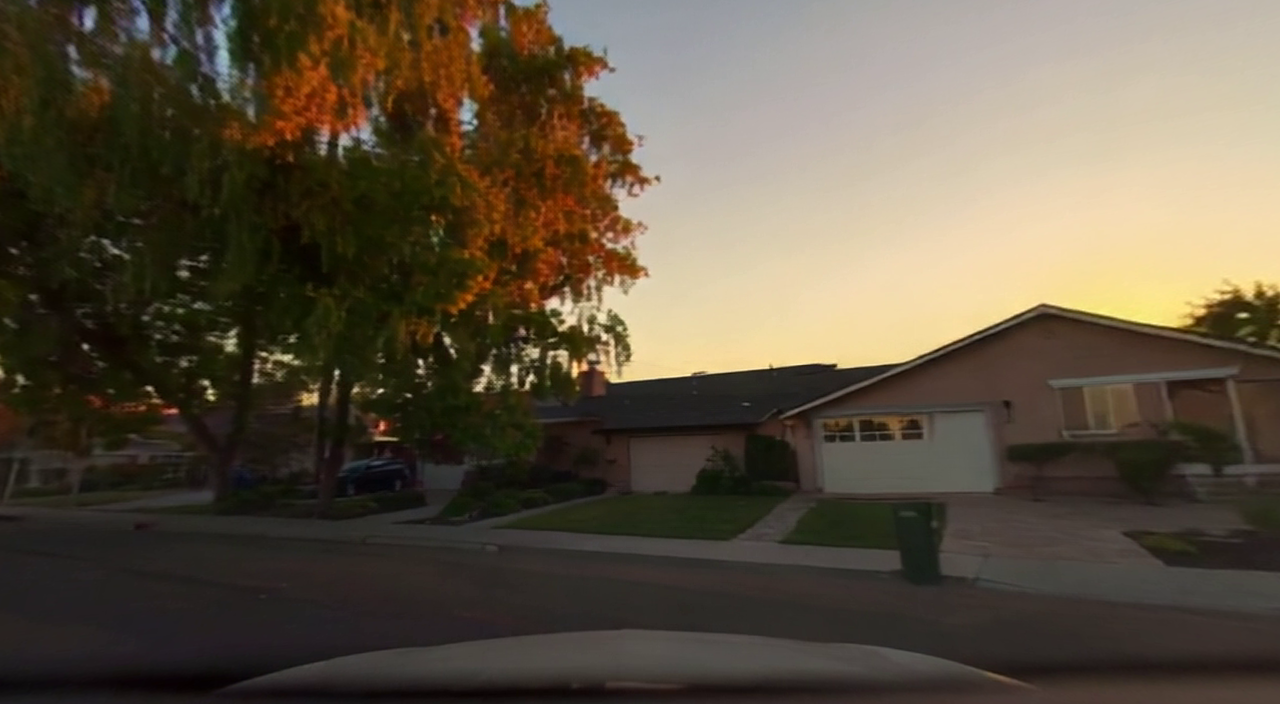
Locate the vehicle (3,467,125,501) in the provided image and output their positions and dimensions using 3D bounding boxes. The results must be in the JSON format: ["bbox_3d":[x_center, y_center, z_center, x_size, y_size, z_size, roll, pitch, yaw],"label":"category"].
[{"bbox_3d":[-29.786,6.789,32.567,1.762,1.510,4.457,-8,-12,44],"label":"vehicle"}]
